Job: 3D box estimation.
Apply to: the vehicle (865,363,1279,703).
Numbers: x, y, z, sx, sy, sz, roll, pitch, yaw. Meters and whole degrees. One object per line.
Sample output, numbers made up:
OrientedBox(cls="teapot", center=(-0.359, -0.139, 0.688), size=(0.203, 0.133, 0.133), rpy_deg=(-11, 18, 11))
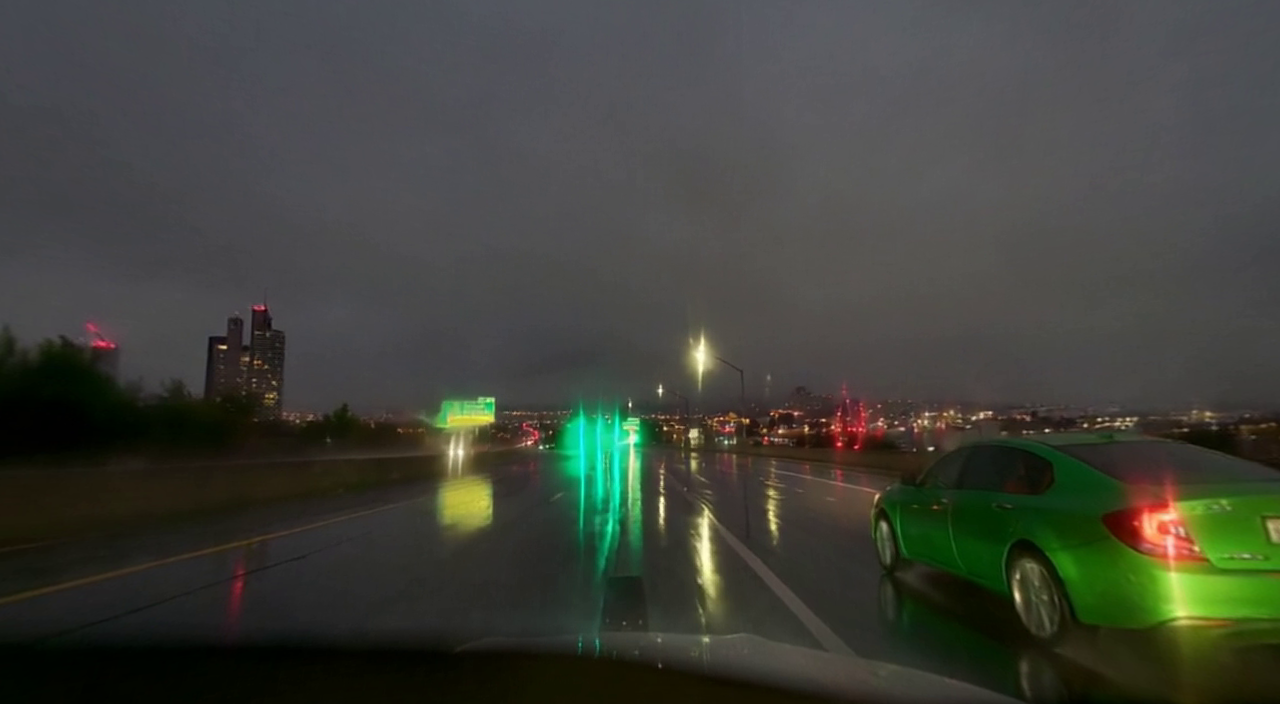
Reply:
OrientedBox(cls="vehicle", center=(3.411, 1.115, 4.202), size=(2.104, 1.575, 4.698), rpy_deg=(0, -8, 0))
